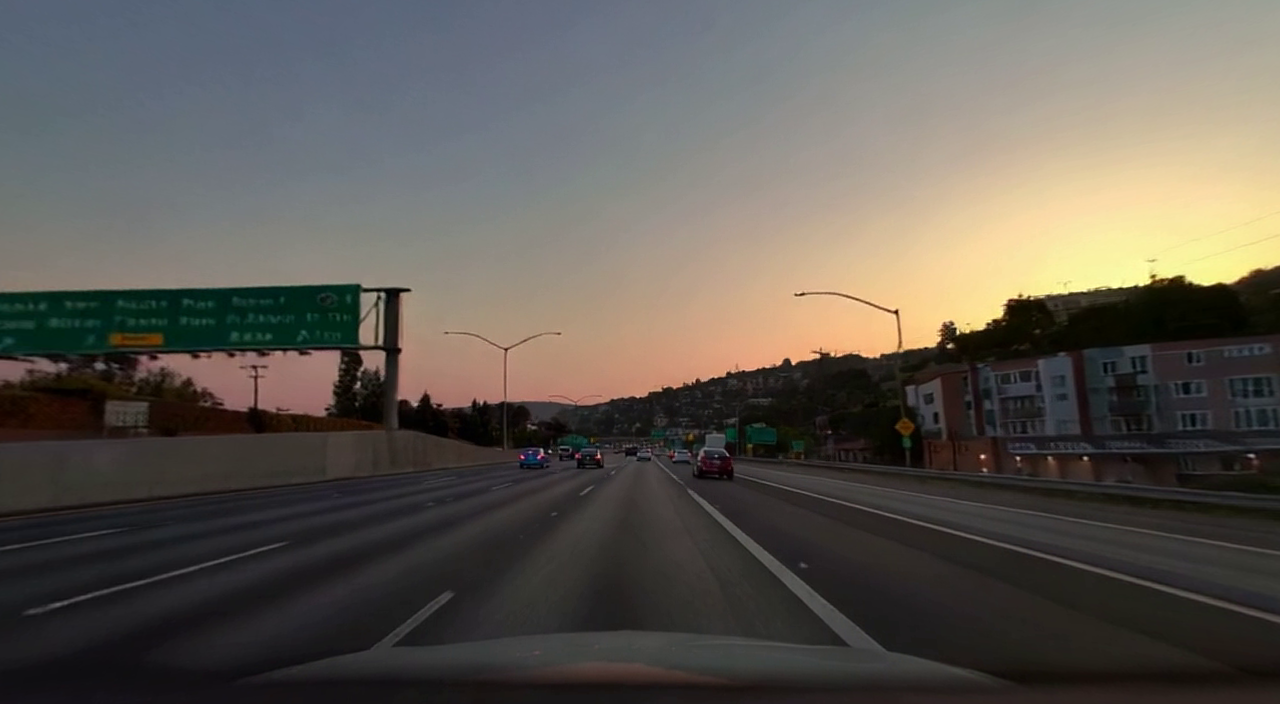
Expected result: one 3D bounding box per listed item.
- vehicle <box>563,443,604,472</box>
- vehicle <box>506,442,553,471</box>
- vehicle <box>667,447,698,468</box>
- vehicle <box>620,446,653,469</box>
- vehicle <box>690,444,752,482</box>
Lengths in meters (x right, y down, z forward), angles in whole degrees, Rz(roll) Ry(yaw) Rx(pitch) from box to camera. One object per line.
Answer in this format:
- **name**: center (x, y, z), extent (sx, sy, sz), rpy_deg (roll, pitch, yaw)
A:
- **vehicle**: center (-3.373, 6.438, 38.630), extent (2.091, 1.664, 4.157), rpy_deg (0, -9, 0)
- **vehicle**: center (-6.897, 6.569, 39.741), extent (2.112, 1.721, 4.381), rpy_deg (0, -9, 1)
- **vehicle**: center (3.190, 8.012, 48.069), extent (2.036, 1.517, 4.256), rpy_deg (0, -9, 0)
- **vehicle**: center (-0.225, 7.271, 43.620), extent (2.166, 1.496, 4.158), rpy_deg (0, -9, 0)
- **vehicle**: center (3.469, 4.855, 27.819), extent (2.077, 1.527, 4.553), rpy_deg (0, -9, 0)
